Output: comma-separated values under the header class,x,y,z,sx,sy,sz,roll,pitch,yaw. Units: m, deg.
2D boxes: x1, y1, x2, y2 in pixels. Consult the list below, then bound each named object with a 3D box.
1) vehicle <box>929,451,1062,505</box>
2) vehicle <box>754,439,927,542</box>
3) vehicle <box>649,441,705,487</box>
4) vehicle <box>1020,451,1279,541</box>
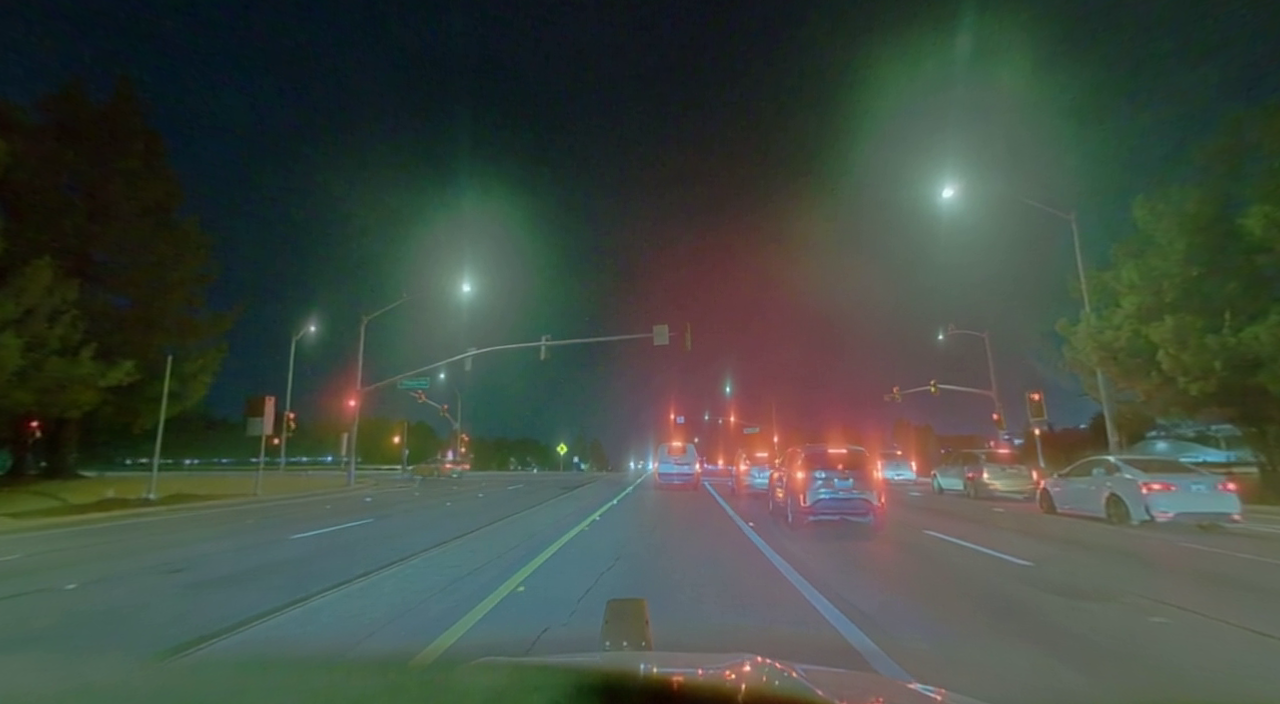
class,x,y,z,sx,sy,sz,roll,pitch,yaw
vehicle,11.158,3.956,20.188,1.842,1.466,4.379,-1,-8,3
vehicle,3.476,2.455,11.869,2.078,1.578,4.107,0,-9,3
vehicle,1.520,4.792,27.396,2.245,1.800,4.522,0,-8,1
vehicle,9.799,2.707,12.525,1.884,1.422,4.262,0,-9,1
